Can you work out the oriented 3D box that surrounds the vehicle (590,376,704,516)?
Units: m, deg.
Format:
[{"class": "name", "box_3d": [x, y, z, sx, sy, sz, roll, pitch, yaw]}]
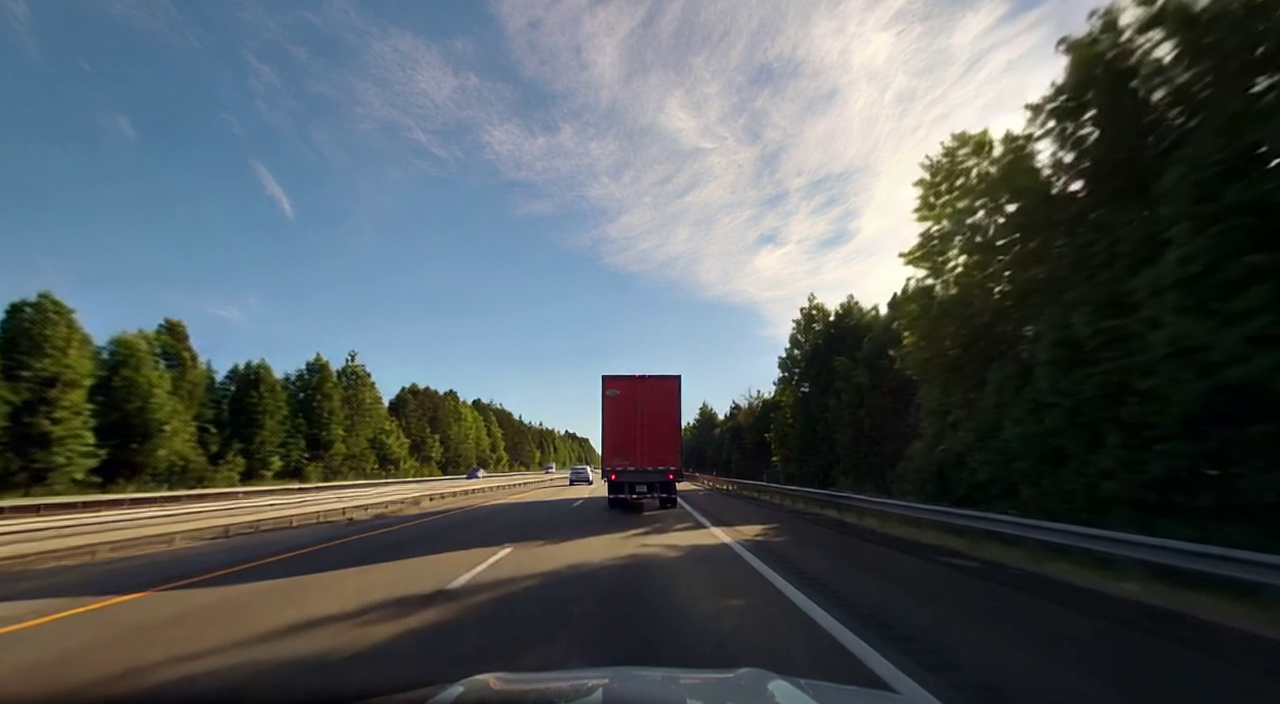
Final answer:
[{"class": "vehicle", "box_3d": [0.043, 3.354, 21.590, 3.008, 3.678, 9.512, 1, -10, -2]}]

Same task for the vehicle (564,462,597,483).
[{"class": "vehicle", "box_3d": [-4.540, 9.365, 48.926, 2.104, 1.536, 4.599, 1, -10, 0]}]
